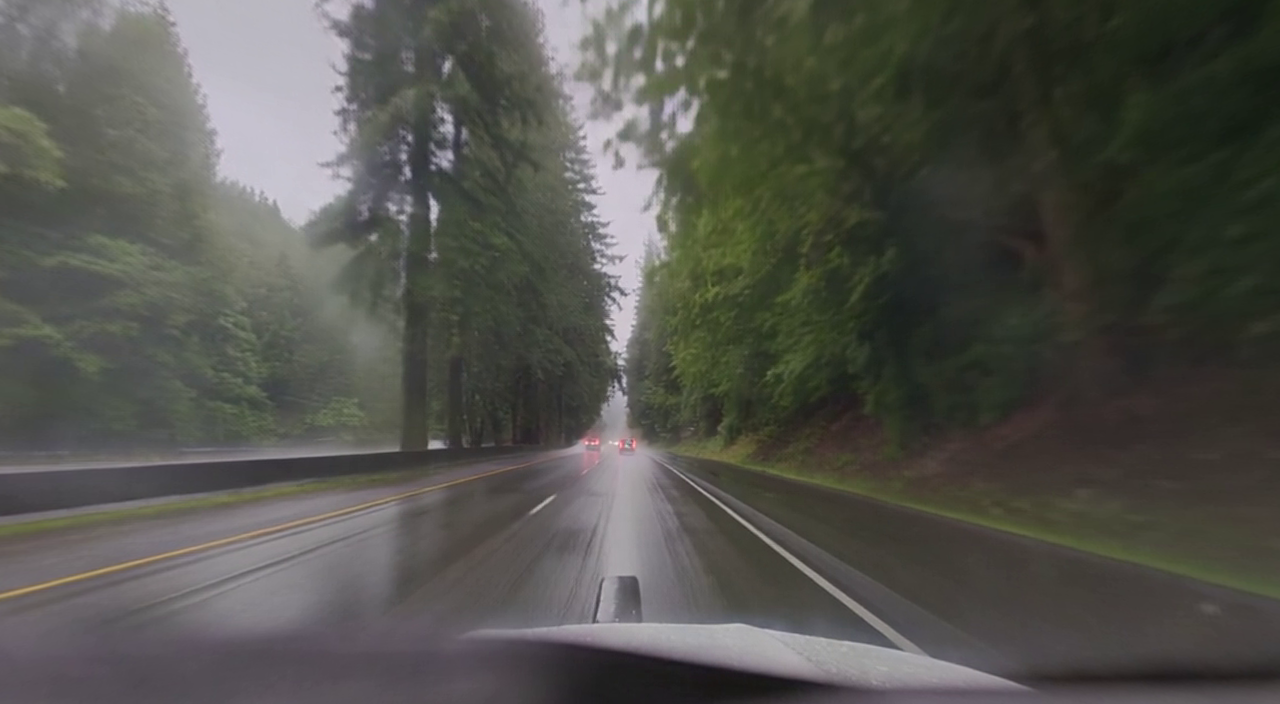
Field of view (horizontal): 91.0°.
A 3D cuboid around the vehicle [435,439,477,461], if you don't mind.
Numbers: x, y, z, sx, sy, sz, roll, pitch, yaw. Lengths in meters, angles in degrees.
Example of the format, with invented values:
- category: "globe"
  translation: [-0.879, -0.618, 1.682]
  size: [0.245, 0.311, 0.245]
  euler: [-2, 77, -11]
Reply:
- category: "vehicle"
  translation: [-13.353, 7.130, 45.889]
  size: [1.851, 1.461, 4.001]
  euler: [0, -8, -1]
